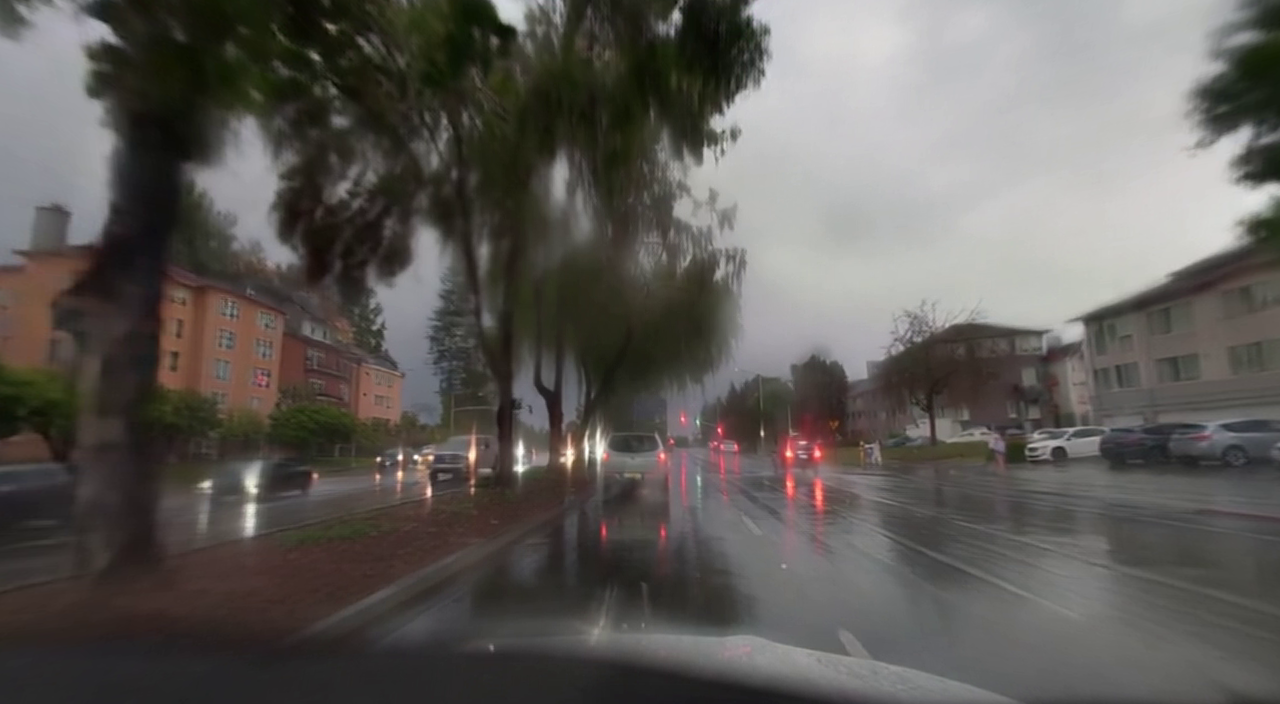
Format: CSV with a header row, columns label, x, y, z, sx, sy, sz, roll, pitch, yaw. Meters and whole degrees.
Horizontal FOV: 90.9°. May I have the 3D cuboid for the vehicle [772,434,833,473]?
label,x,y,z,sx,sy,sz,roll,pitch,yaw
vehicle,7.839,4.942,30.835,1.971,1.722,4.341,0,-8,2

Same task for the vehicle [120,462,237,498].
label,x,y,z,sx,sy,sz,roll,pitch,yaw
vehicle,-22.670,6.255,31.235,1.874,1.485,4.587,-2,-8,9

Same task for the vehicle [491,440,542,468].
label,x,y,z,sx,sy,sz,roll,pitch,yaw
vehicle,-9.154,7.630,47.371,2.238,1.906,6.264,-1,-8,3

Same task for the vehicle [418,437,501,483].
label,x,y,z,sx,sy,sz,roll,pitch,yaw
vehicle,-7.627,4.598,27.163,2.119,1.778,4.760,0,-8,0

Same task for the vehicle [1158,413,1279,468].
label,x,y,z,sx,sy,sz,roll,pitch,yaw
vehicle,18.998,2.754,19.621,3.799,1.594,2.145,0,-8,1

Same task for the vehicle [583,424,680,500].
label,x,y,z,sx,sy,sz,roll,pitch,yaw
vehicle,-0.081,2.980,17.438,2.332,1.798,4.546,-1,-8,3

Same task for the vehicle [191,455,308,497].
label,x,y,z,sx,sy,sz,roll,pitch,yaw
vehicle,-16.740,5.317,27.347,2.010,1.510,4.532,-2,-8,3

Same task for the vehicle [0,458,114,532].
label,x,y,z,sx,sy,sz,roll,pitch,yaw
vehicle,-13.828,3.051,13.200,1.806,1.417,4.405,-4,-8,2
